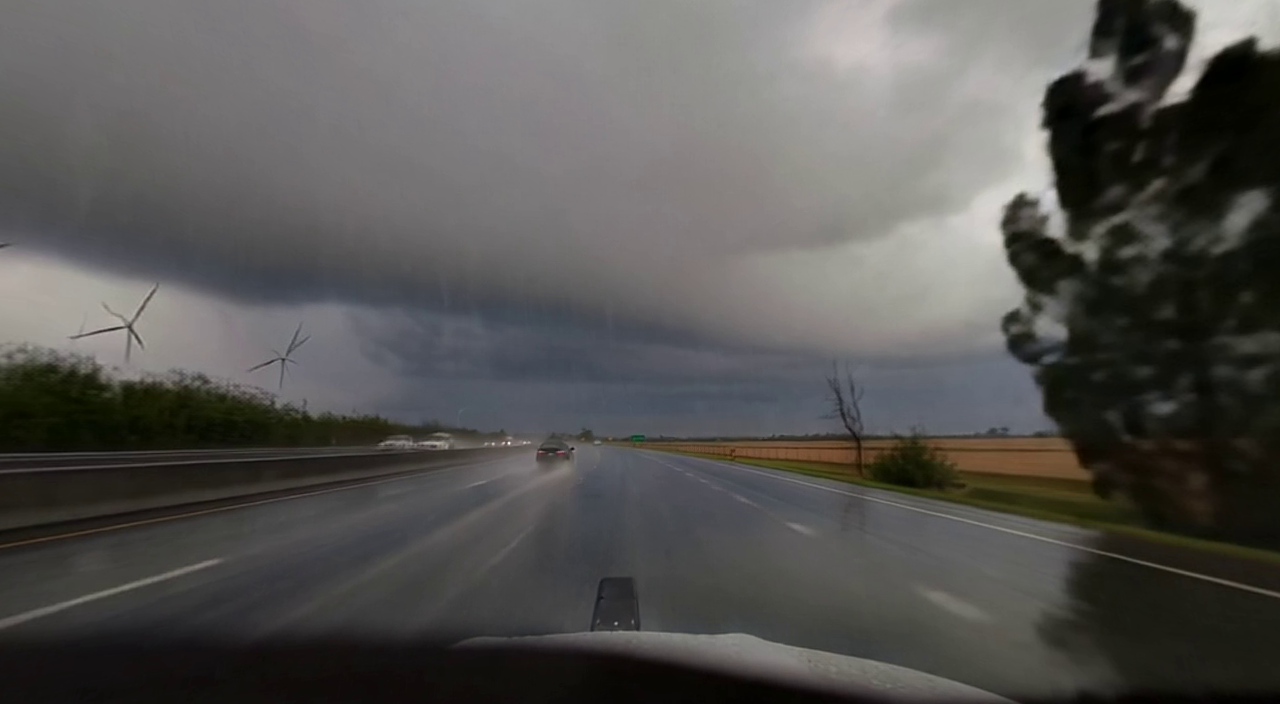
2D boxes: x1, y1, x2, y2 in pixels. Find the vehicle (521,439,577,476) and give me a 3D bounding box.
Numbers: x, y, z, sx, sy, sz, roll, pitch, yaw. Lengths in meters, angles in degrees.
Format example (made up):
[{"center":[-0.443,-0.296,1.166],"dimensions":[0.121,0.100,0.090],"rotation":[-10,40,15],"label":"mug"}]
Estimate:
[{"center":[-4.012,4.725,28.533],"dimensions":[2.053,1.549,4.097],"rotation":[0,-8,-2],"label":"vehicle"}]
